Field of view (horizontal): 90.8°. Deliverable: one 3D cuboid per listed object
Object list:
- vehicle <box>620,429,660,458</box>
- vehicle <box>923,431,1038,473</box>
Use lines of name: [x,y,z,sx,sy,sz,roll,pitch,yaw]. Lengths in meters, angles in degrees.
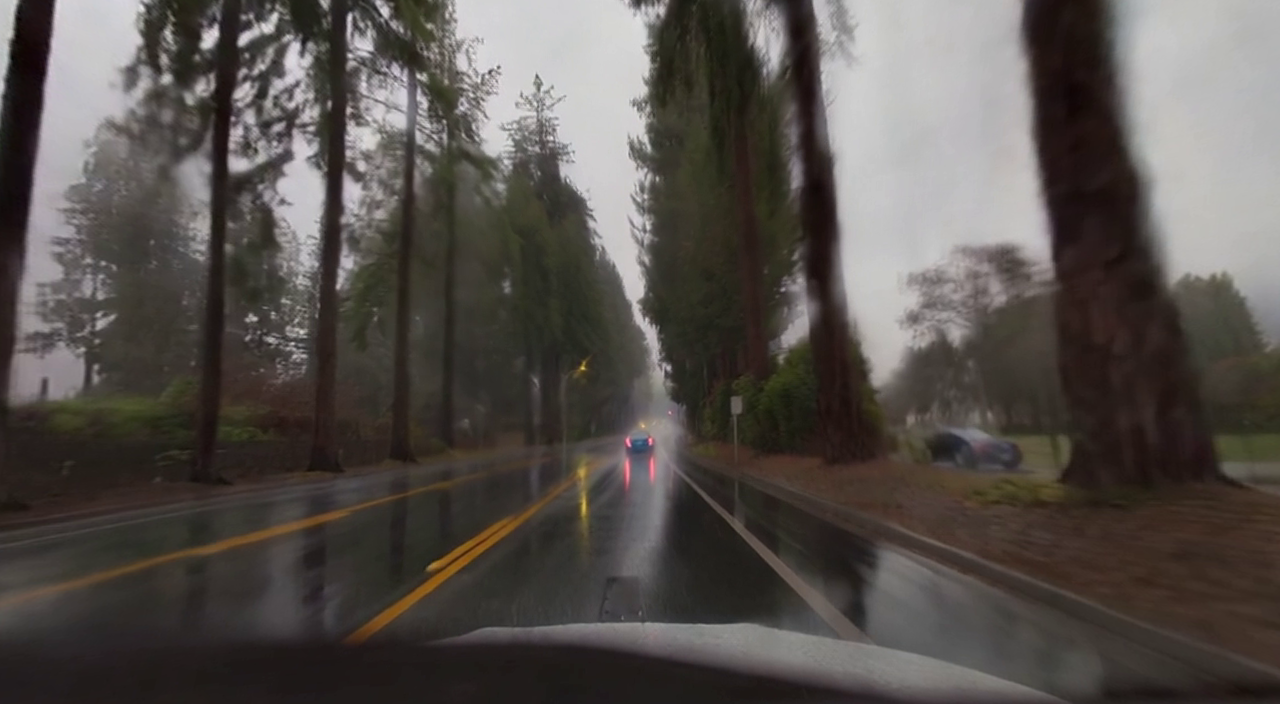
vehicle: [-0.014,4.994,34.397,2.067,1.486,3.861,0,-8,0]
vehicle: [13.226,3.919,24.911,1.766,1.463,4.445,2,-8,-5]
